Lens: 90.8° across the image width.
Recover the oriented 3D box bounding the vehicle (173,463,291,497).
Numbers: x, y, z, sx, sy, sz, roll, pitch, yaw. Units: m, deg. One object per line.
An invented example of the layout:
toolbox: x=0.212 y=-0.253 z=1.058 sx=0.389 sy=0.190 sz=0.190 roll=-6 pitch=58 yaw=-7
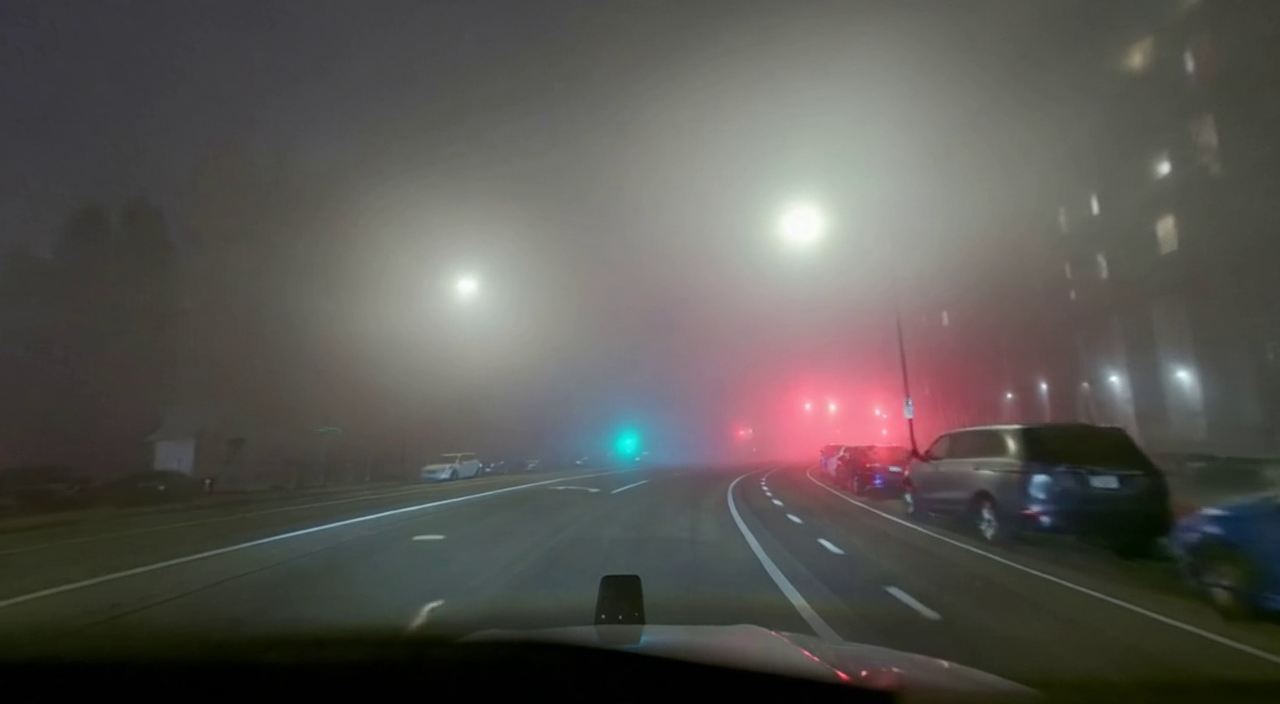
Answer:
vehicle: x=-18.837 y=5.901 z=29.253 sx=4.178 sy=1.407 sz=2.012 roll=-1 pitch=-9 yaw=8

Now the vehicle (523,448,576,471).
vehicle: x=-6.215 y=7.422 z=44.020 sx=1.811 sy=1.459 sz=4.702 roll=-3 pitch=-9 yaw=17

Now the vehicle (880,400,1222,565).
vehicle: x=5.558 y=1.828 z=9.683 sx=2.041 sy=1.811 sz=5.168 roll=-1 pitch=-8 yaw=4

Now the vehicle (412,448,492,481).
vehicle: x=-9.389 y=5.630 z=31.956 sx=1.882 sy=1.508 sz=4.476 roll=-2 pitch=-9 yaw=13

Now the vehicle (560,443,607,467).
vehicle: x=-4.306 y=7.946 z=48.978 sx=1.933 sy=1.759 sz=5.002 roll=-3 pitch=-9 yaw=16

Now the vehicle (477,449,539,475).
vehicle: x=-7.906 y=6.617 z=38.338 sx=1.841 sy=1.444 sz=4.554 roll=-2 pitch=-9 yaw=15

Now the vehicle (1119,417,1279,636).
vehicle: x=5.446 y=1.111 z=3.607 sx=1.879 sy=1.542 sz=4.693 roll=0 pitch=-8 yaw=3

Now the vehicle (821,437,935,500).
vehicle: x=6.421 y=3.172 z=17.674 sx=1.977 sy=1.497 sz=4.680 roll=-1 pitch=-8 yaw=8
